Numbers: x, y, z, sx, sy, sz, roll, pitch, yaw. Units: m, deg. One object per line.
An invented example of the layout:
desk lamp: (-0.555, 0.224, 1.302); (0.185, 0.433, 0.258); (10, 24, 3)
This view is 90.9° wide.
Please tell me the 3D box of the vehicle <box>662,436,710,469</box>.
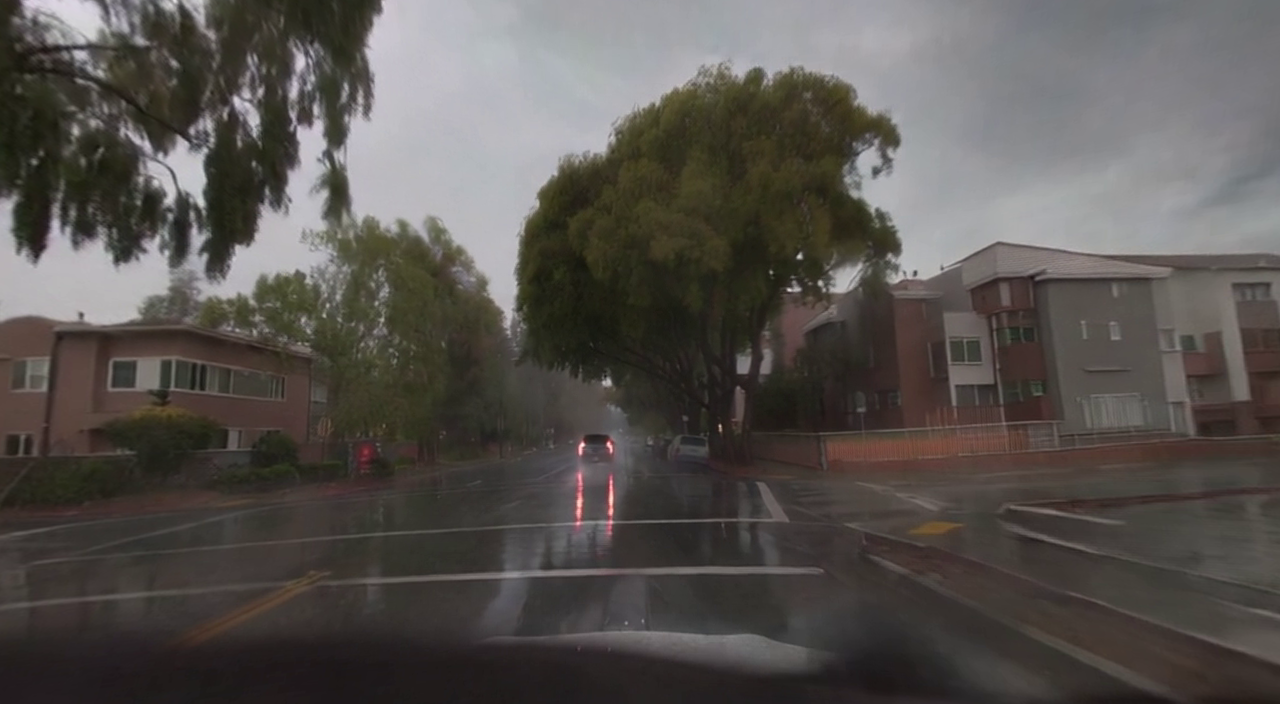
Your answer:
vehicle: (2.339, 5.277, 33.103); (1.987, 1.608, 3.883); (1, -8, -4)

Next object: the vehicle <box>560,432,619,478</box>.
vehicle: (-1.987, 4.203, 25.946); (2.172, 1.722, 4.201); (1, -8, -2)

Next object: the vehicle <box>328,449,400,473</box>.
vehicle: (-17.918, 7.053, 41.007); (3.806, 1.501, 1.892); (0, -9, -1)
